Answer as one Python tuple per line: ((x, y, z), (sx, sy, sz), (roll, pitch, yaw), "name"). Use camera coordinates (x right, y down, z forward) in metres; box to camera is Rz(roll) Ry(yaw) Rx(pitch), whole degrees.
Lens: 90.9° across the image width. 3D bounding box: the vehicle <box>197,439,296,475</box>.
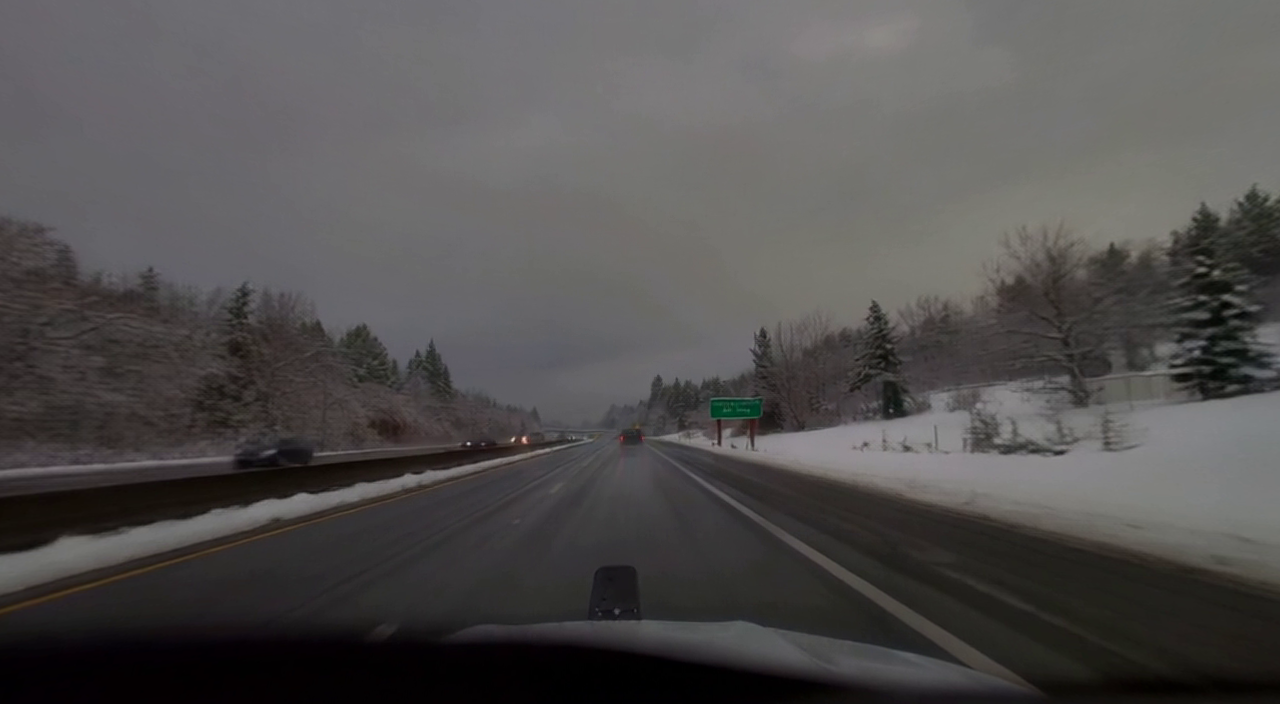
((-17.175, 4.563, 27.738), (1.803, 1.448, 4.009), (0, -8, -1), "vehicle")
